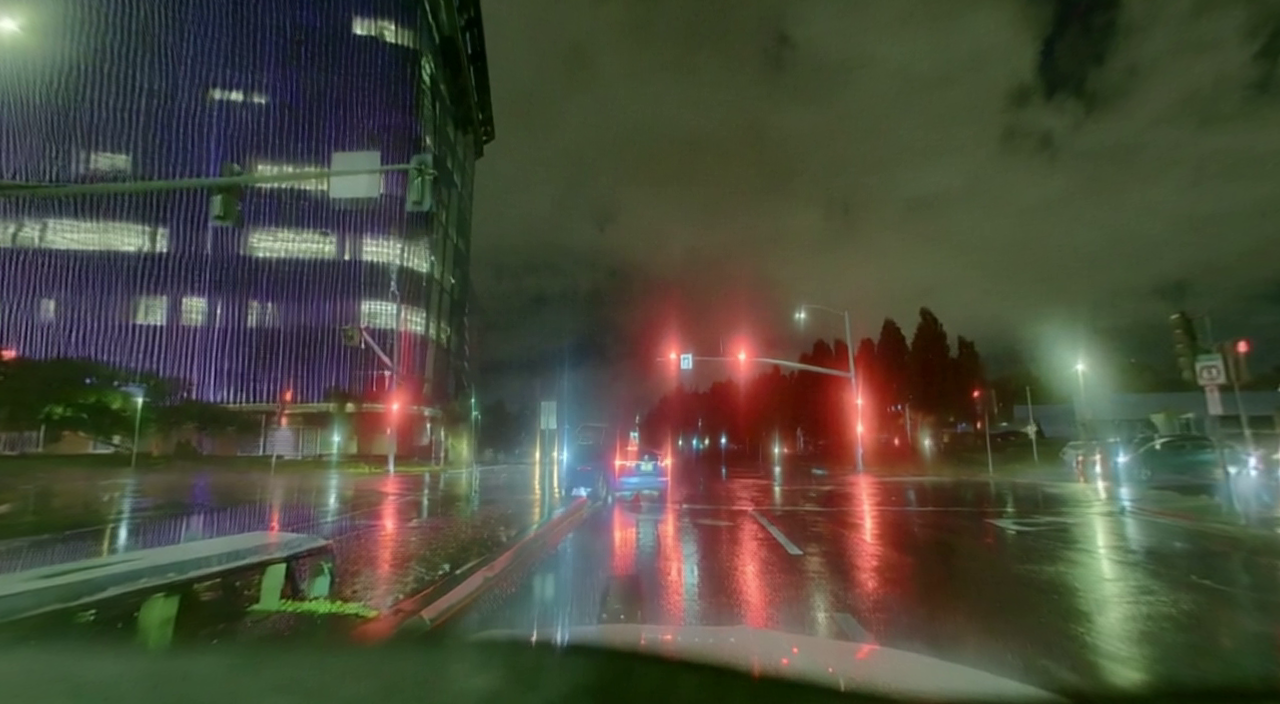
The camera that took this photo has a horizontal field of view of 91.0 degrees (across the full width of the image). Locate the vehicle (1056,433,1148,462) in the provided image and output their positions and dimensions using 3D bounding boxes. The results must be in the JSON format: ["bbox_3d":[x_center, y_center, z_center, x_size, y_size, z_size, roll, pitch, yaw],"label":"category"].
[{"bbox_3d":[25.572,5.313,35.068,2.021,1.484,4.454,-1,-9,5],"label":"vehicle"}]

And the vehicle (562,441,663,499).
[{"bbox_3d":[-0.967,3.488,19.065,2.014,1.525,4.197,3,-9,-18],"label":"vehicle"}]

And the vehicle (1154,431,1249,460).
[{"bbox_3d":[30.442,5.087,34.295,1.946,1.467,3.670,-1,-9,5],"label":"vehicle"}]

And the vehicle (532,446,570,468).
[{"bbox_3d":[-6.698,7.937,47.817,2.113,1.535,4.504,0,-9,2],"label":"vehicle"}]
